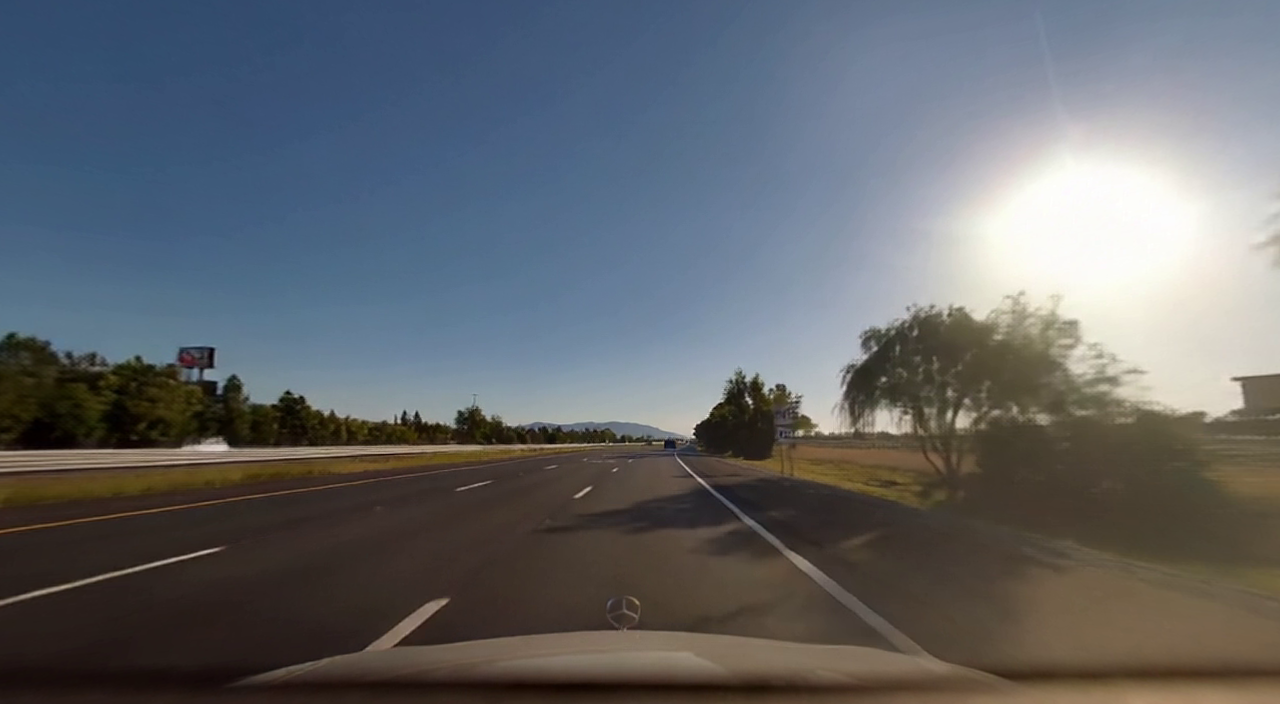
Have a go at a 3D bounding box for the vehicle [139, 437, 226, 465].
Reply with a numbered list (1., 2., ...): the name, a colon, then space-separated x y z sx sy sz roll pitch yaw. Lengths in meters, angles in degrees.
1. vehicle: -27.699 6.006 38.288 1.968 1.617 4.225 0 -9 2
